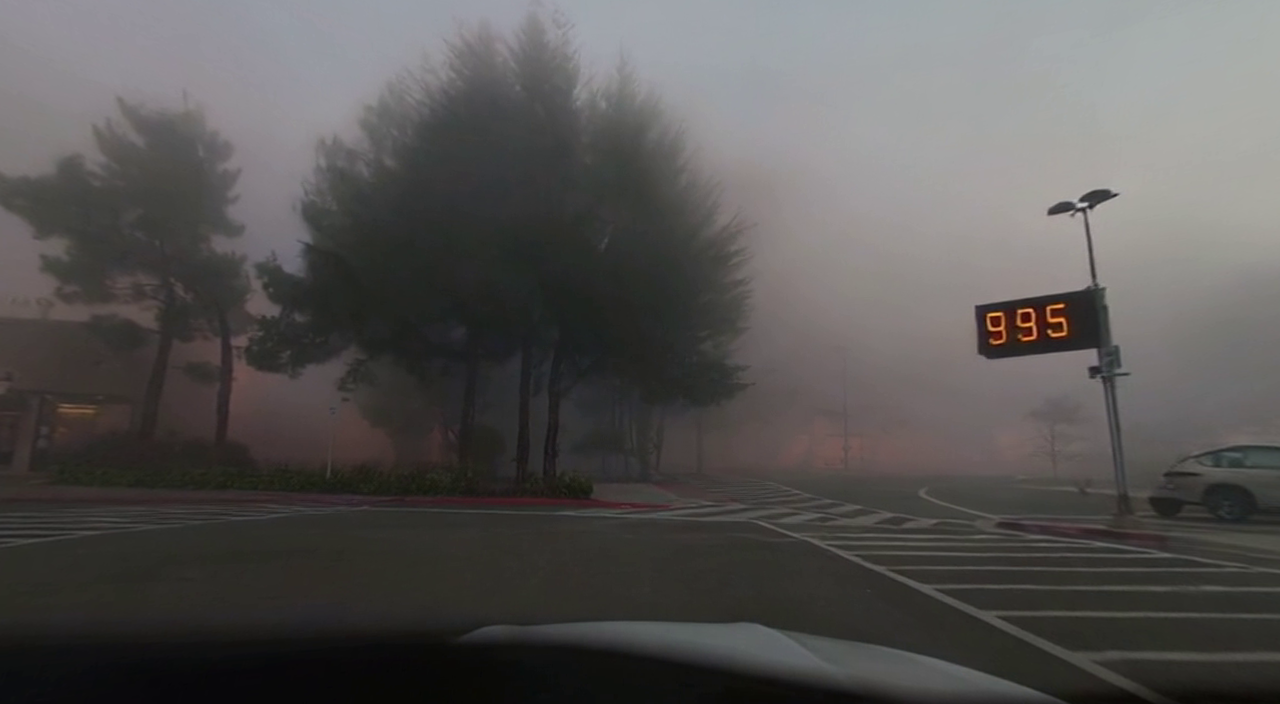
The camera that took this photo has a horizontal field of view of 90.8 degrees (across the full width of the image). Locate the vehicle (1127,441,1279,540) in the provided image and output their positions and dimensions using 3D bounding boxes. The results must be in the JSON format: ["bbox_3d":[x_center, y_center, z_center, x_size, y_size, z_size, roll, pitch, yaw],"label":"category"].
[{"bbox_3d":[10.980,2.178,9.995,2.140,1.507,4.856,2,-9,-11],"label":"vehicle"}]
